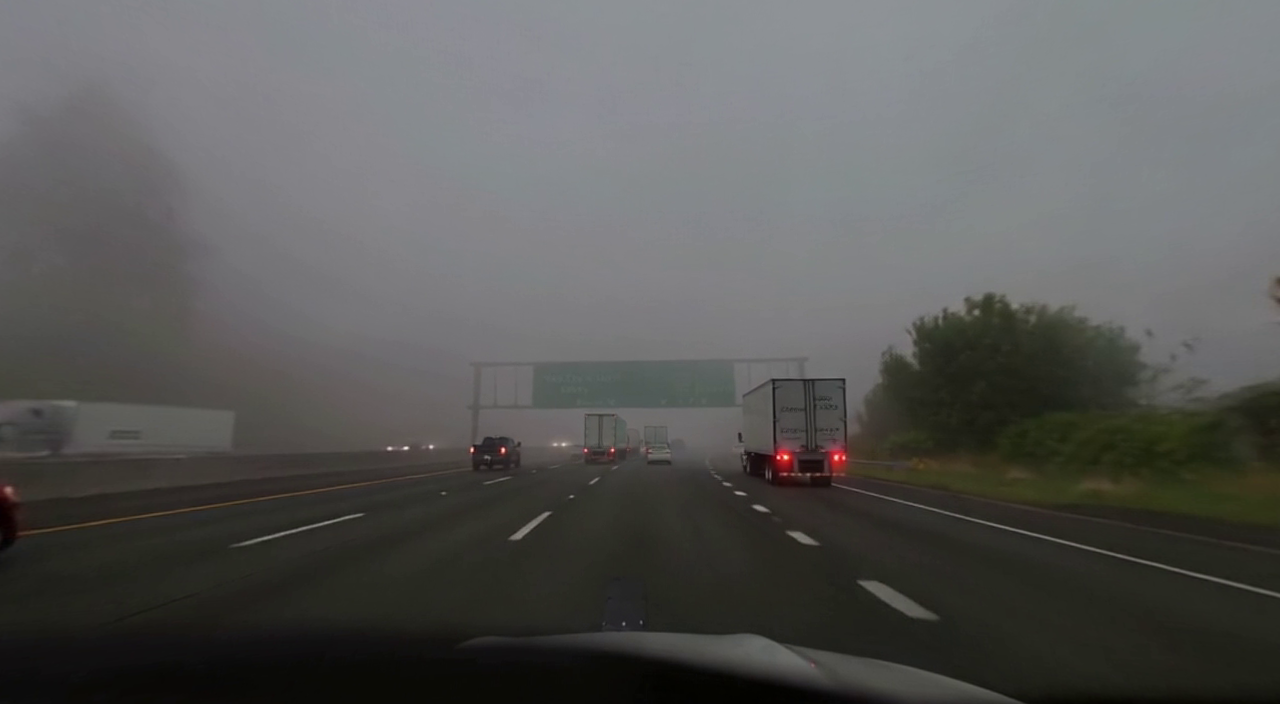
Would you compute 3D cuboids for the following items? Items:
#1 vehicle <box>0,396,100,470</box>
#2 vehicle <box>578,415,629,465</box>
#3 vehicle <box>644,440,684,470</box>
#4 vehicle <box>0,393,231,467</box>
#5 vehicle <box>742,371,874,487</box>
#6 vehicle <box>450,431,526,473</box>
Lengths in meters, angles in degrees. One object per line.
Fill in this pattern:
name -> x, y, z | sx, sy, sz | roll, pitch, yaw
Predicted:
vehicle -> -35.057, 4.615, 35.400 | 3.071, 3.852, 6.737 | 0, -8, 2
vehicle -> -2.390, 6.195, 44.281 | 2.745, 3.156, 7.608 | 0, -8, 3
vehicle -> 1.258, 5.622, 34.656 | 2.105, 1.502, 4.068 | 0, -8, 0
vehicle -> -34.837, 5.565, 43.400 | 2.919, 4.193, 15.356 | 0, -9, 1
vehicle -> 5.670, 2.879, 22.836 | 2.895, 3.484, 7.631 | 0, -8, 2
vehicle -> -7.203, 4.823, 30.552 | 2.272, 1.850, 5.156 | 0, -8, 1
